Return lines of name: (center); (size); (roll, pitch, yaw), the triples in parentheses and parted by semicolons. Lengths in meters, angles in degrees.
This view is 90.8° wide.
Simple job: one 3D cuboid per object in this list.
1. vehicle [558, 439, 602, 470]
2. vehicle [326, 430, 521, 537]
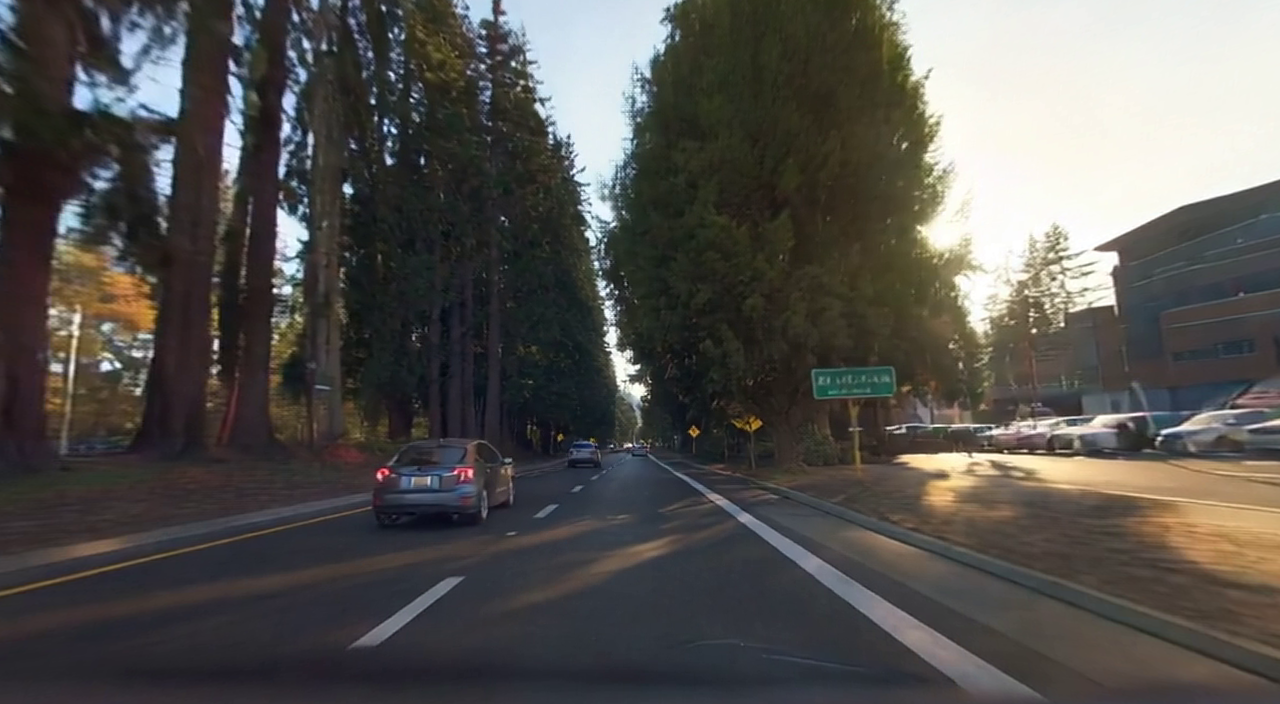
vehicle: (-3.270, 5.698, 35.229); (1.942, 1.588, 4.172); (0, -9, 1)
vehicle: (-3.458, 2.185, 11.128); (1.862, 1.478, 4.369); (0, -9, 0)
